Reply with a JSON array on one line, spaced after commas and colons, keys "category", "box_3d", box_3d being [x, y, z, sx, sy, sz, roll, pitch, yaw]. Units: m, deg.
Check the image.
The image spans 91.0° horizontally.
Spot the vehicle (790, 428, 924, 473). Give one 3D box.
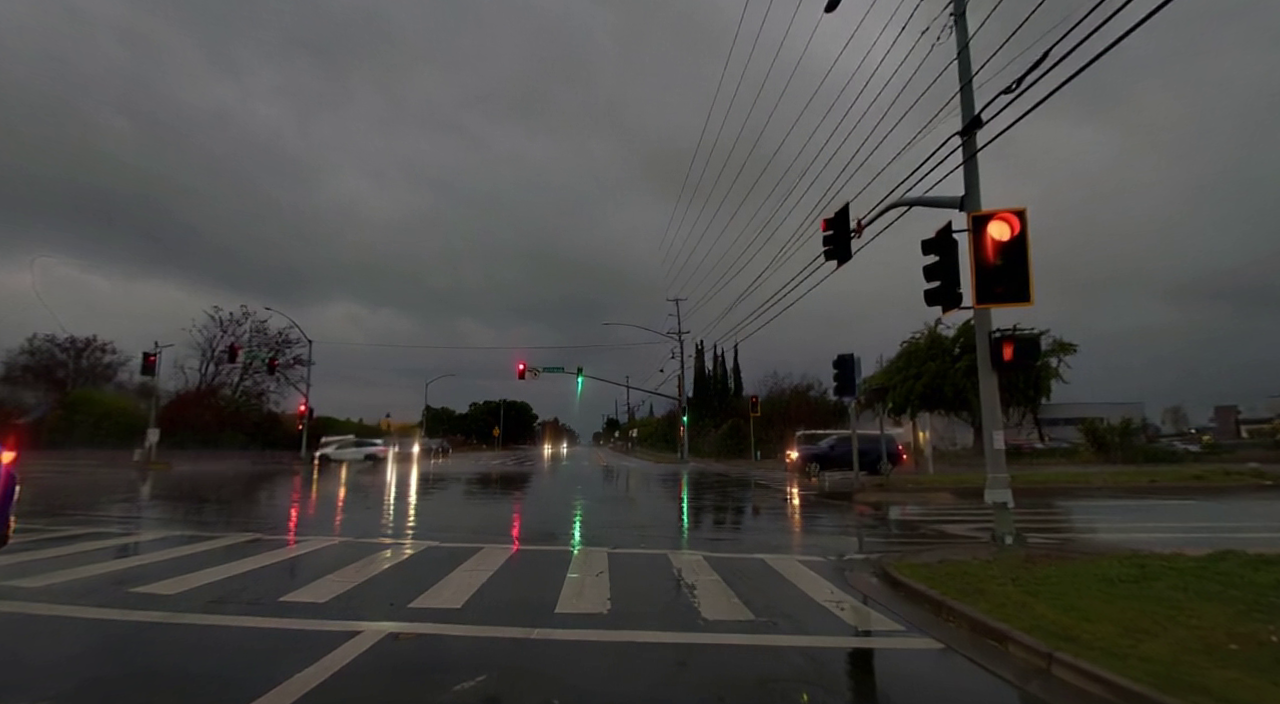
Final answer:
[{"category": "vehicle", "box_3d": [8.697, 4.013, 25.725, 4.884, 1.714, 2.021, -2, -9, 12]}]

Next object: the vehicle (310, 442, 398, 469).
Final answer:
[{"category": "vehicle", "box_3d": [-17.437, 6.327, 38.433, 4.529, 1.566, 1.842, -1, -9, 9]}]
